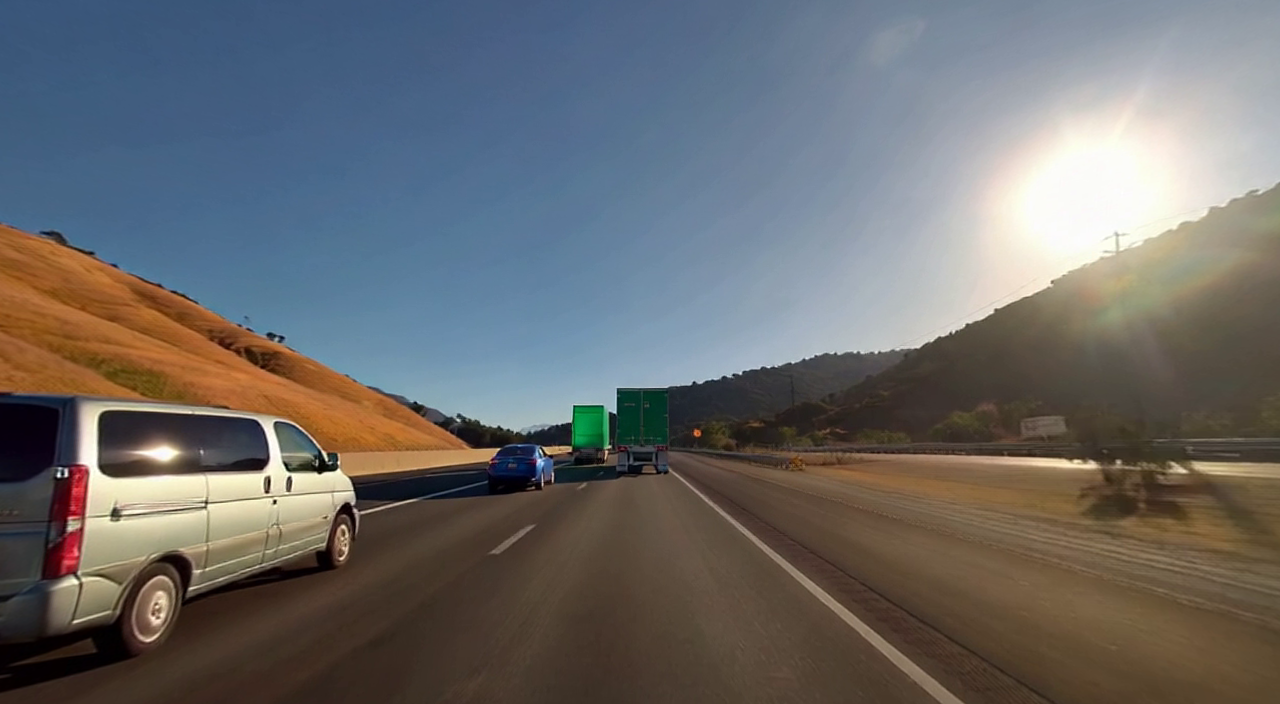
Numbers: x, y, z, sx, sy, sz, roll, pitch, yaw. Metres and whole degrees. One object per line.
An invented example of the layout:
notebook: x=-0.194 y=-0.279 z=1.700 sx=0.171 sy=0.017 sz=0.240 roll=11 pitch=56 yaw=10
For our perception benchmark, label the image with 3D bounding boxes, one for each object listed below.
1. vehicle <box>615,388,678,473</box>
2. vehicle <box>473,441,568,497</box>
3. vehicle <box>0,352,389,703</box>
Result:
vehicle: x=0.461 y=4.475 z=35.137 sx=2.913 sy=3.988 sz=10.874 roll=0 pitch=-8 yaw=2
vehicle: x=-3.421 y=3.423 z=18.912 sx=1.950 sy=1.446 sz=4.224 roll=0 pitch=-8 yaw=1
vehicle: x=-4.108 y=1.182 z=4.959 sx=2.136 sy=1.779 sz=4.875 roll=0 pitch=-8 yaw=2
